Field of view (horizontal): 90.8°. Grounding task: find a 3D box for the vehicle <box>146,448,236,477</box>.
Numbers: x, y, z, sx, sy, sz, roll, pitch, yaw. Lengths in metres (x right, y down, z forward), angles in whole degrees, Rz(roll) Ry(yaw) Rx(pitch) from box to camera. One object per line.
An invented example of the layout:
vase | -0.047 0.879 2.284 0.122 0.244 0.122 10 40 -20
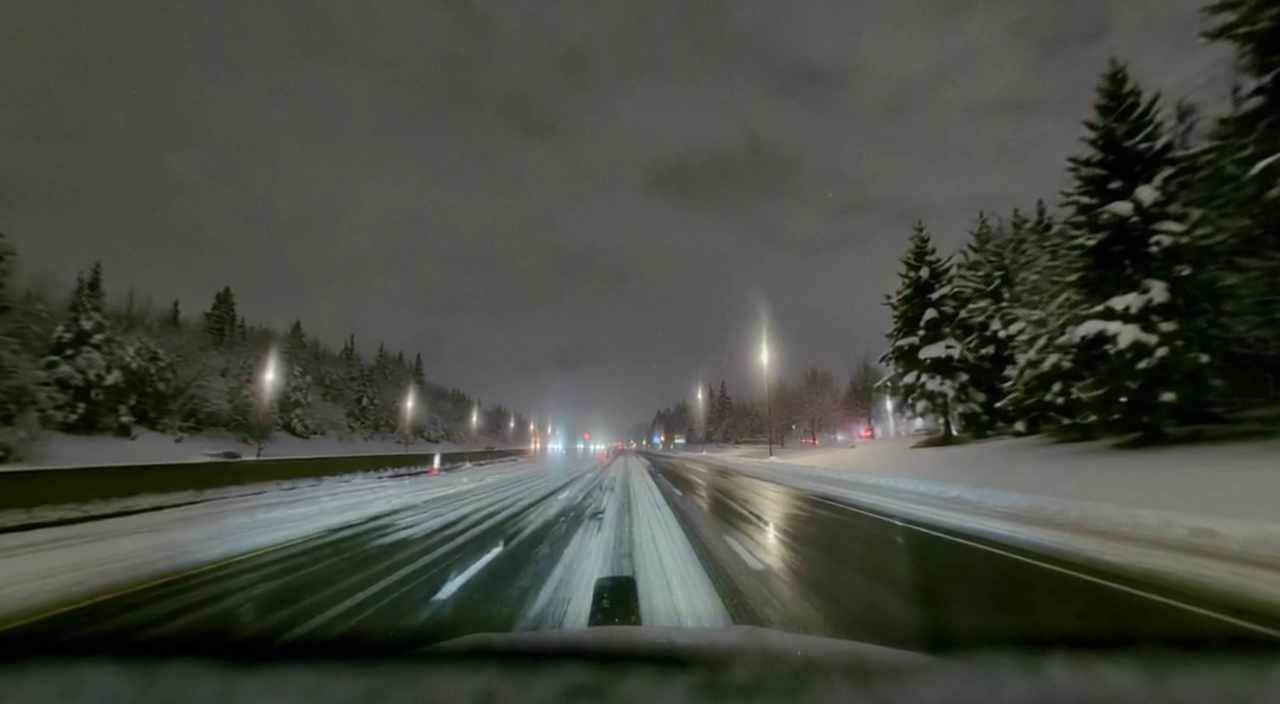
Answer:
vehicle | -24.208 5.959 34.272 1.769 1.463 4.314 0 -9 -2
